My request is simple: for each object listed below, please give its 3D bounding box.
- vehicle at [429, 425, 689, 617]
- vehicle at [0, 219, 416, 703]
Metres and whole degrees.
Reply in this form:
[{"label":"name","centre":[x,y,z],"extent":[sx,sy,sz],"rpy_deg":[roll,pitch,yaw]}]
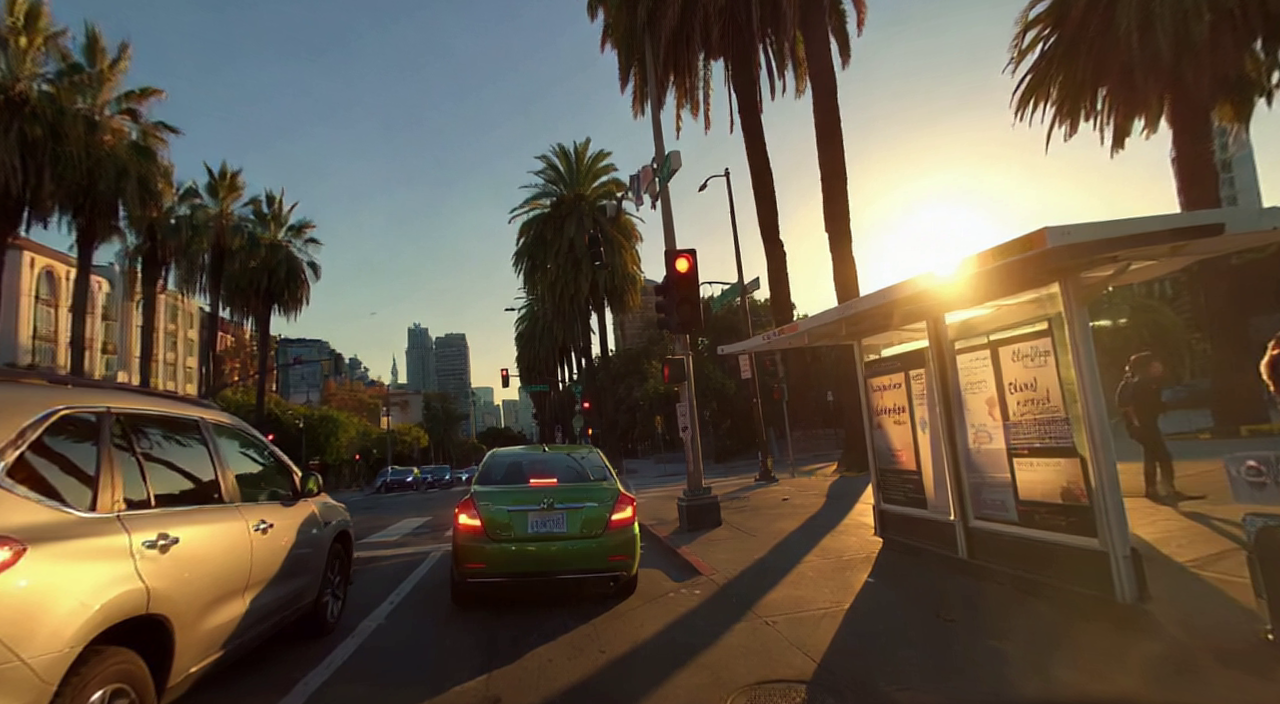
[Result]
[{"label":"vehicle","centre":[-1.029,1.651,7.231],"extent":[2.065,1.467,4.289],"rpy_deg":[2,-9,-11]},{"label":"vehicle","centre":[-2.768,0.903,3.212],"extent":[2.098,1.851,4.571],"rpy_deg":[1,-9,-7]}]
